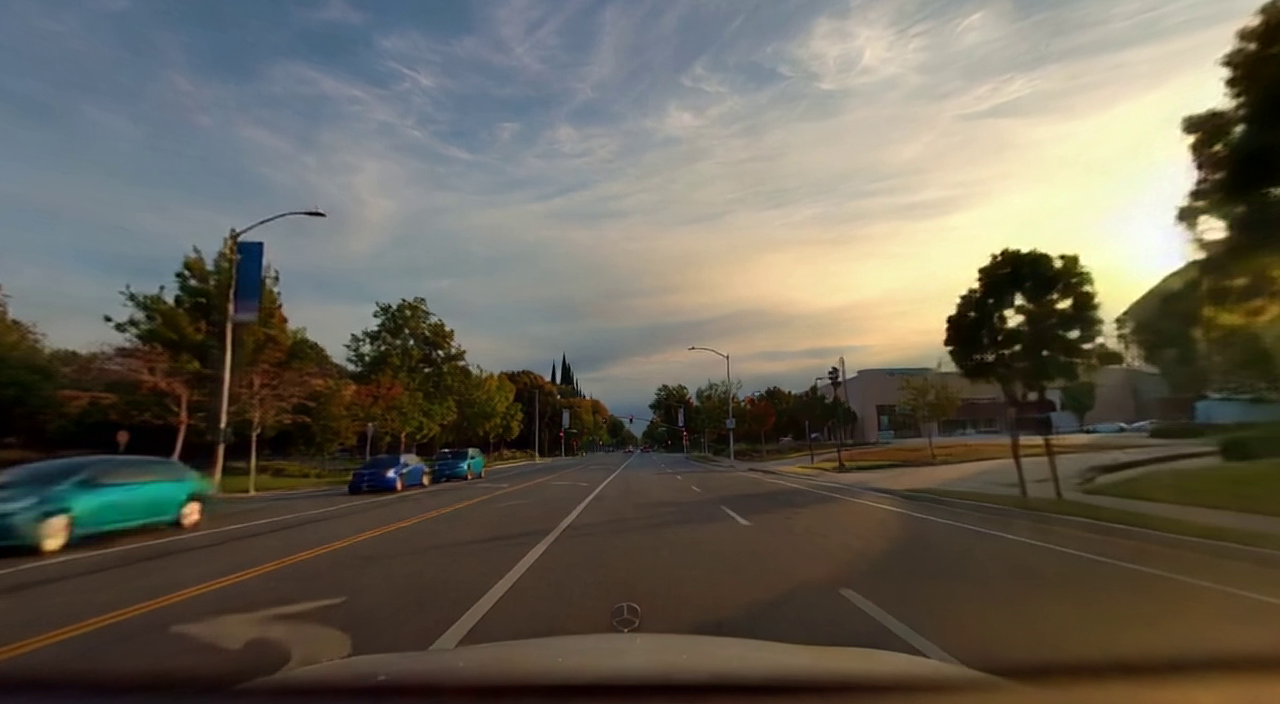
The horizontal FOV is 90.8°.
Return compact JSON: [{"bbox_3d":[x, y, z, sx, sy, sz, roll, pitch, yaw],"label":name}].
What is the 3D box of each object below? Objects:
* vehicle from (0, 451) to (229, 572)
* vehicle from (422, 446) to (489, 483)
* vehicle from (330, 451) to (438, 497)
[{"bbox_3d":[-8.861,2.290,9.850,1.959,1.469,4.369,0,-9,0],"label":"vehicle"},{"bbox_3d":[-9.152,5.587,31.703,2.066,1.709,4.509,0,-9,-1],"label":"vehicle"},{"bbox_3d":[-8.919,4.281,22.490,1.940,1.452,4.441,0,-9,1],"label":"vehicle"}]
